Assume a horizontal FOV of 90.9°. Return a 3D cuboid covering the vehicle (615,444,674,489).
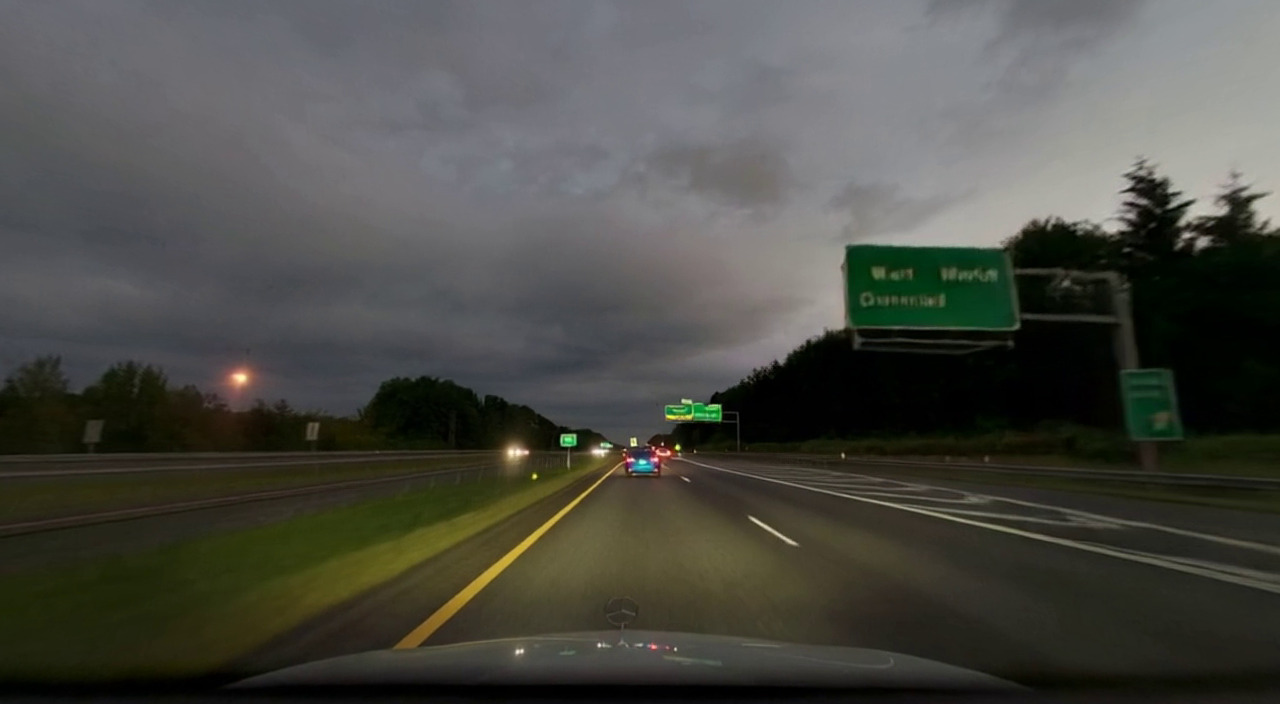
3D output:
[{"bbox_3d":[0.136,4.323,24.122,2.069,1.523,4.012,0,-9,-1],"label":"vehicle"}]
